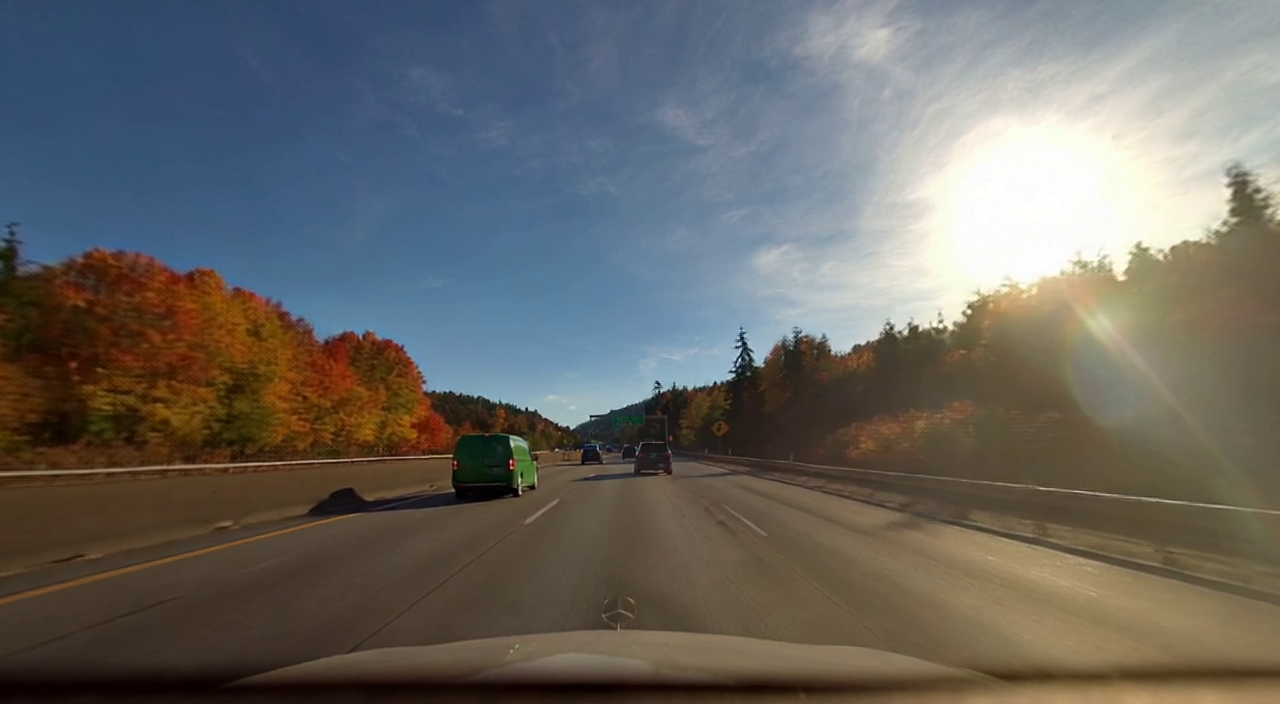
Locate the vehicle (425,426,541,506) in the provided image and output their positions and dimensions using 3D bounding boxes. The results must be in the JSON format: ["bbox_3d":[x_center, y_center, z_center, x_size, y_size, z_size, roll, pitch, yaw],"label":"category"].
[{"bbox_3d":[-3.879,2.908,16.248,2.021,1.790,3.907,0,-9,-1],"label":"vehicle"}]

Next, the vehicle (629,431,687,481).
[{"bbox_3d":[0.664,4.456,26.921,2.179,1.930,4.538,0,-9,-2],"label":"vehicle"}]
